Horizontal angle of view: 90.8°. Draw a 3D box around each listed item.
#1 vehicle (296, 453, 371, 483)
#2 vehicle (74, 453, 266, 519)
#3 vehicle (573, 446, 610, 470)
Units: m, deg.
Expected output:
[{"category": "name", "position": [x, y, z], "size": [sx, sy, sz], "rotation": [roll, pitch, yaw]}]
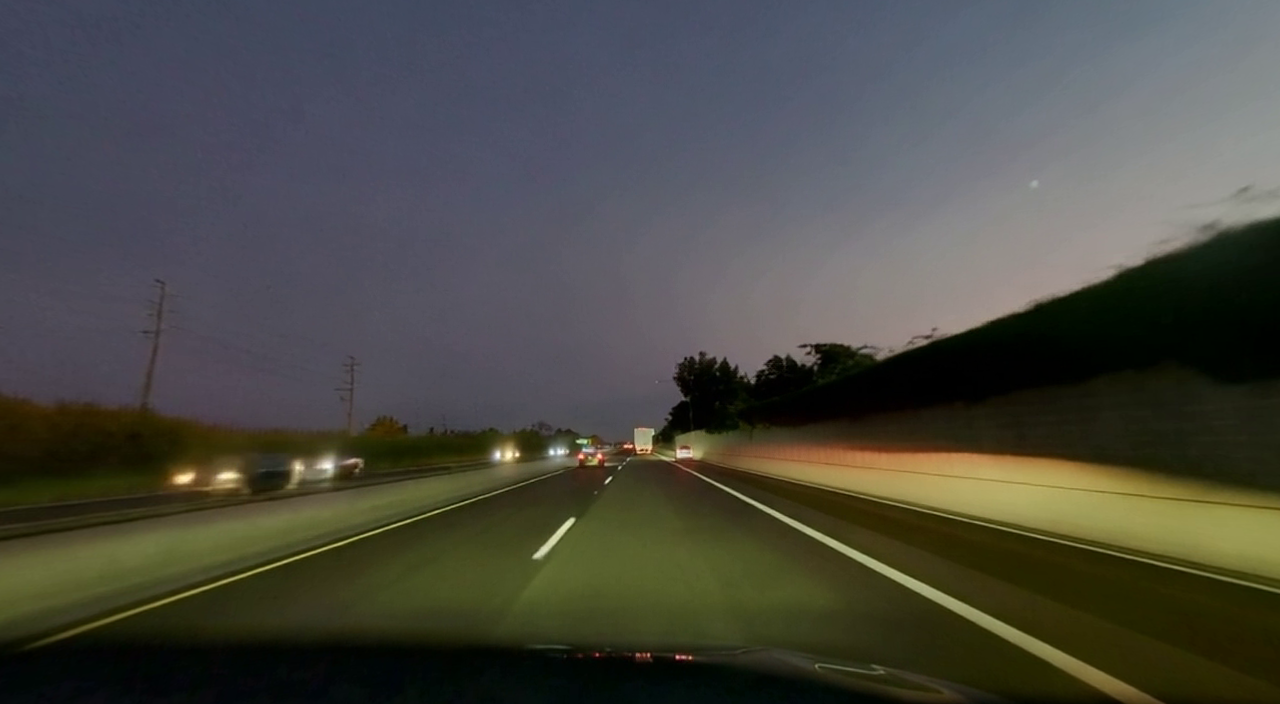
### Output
[{"category": "vehicle", "position": [-15.877, 6.002, 32.911], "size": [1.824, 1.471, 3.966], "rotation": [0, -9, 1]}, {"category": "vehicle", "position": [-11.885, 3.368, 16.388], "size": [1.802, 1.439, 4.099], "rotation": [0, -9, 0]}, {"category": "vehicle", "position": [-3.077, 6.868, 41.115], "size": [2.020, 1.475, 4.434], "rotation": [0, -9, 0]}]
